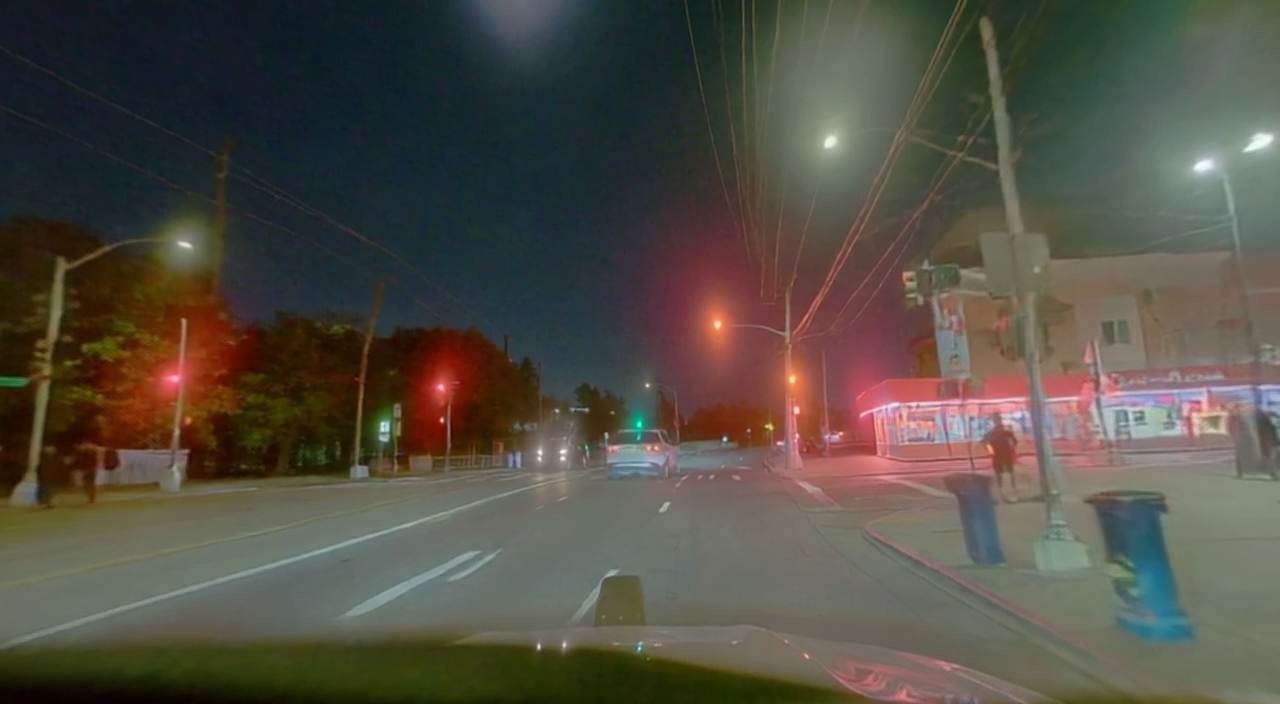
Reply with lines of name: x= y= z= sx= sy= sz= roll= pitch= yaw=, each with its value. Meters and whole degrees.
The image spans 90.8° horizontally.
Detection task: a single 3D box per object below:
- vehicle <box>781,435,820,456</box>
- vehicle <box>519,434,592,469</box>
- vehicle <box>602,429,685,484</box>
vehicle: x=11.890 y=6.897 z=46.671 sx=2.006 sy=1.470 sz=4.099 roll=-4 pitch=-9 yaw=25
vehicle: x=-4.308 y=5.210 z=33.143 sx=2.017 sy=1.684 sz=4.483 roll=-3 pitch=-9 yaw=18
vehicle: x=0.253 y=3.643 z=22.311 sx=2.101 sy=1.721 sz=4.364 roll=-2 pitch=-9 yaw=11
